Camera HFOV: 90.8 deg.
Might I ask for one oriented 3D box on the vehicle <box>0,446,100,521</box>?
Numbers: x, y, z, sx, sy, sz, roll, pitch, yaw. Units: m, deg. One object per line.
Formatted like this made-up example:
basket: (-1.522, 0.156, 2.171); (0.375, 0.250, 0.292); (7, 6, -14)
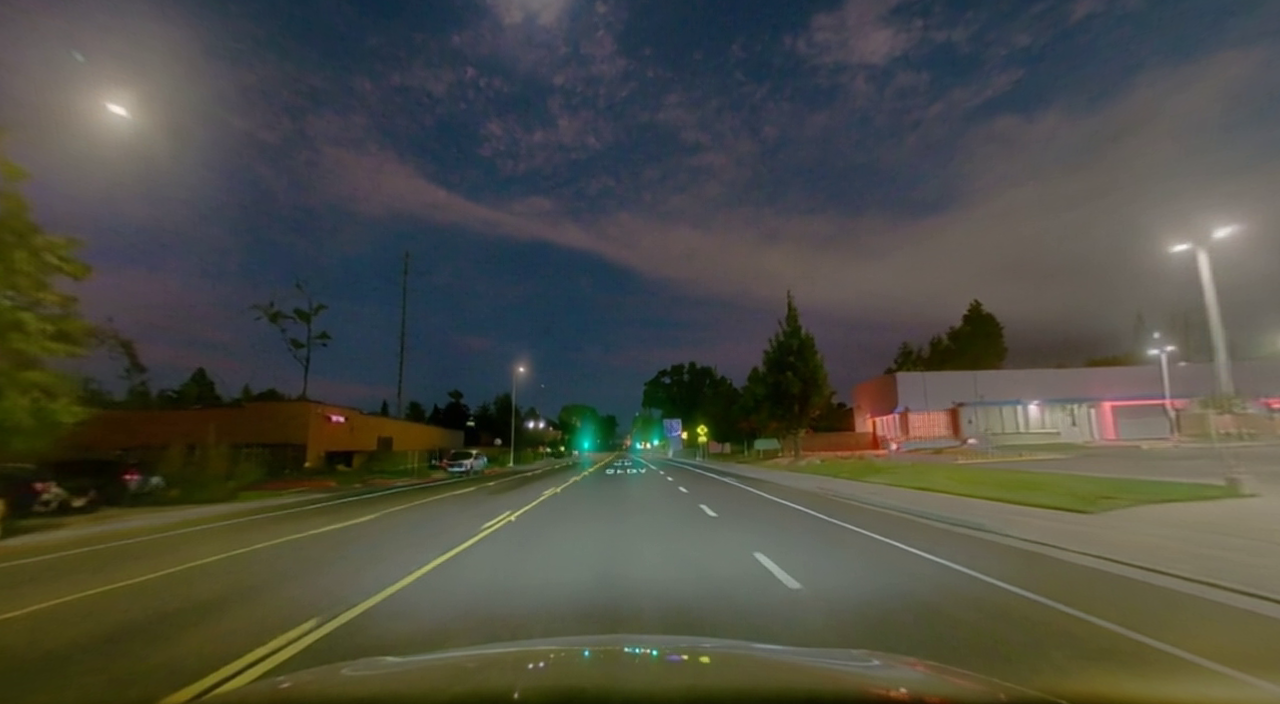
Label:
vehicle: (-16.585, 3.374, 16.665); (4.311, 1.746, 1.984); (-5, -10, 29)

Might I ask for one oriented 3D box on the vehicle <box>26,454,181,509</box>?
vehicle: (-16.536, 3.905, 19.456); (4.546, 1.497, 1.908); (-5, -10, 27)

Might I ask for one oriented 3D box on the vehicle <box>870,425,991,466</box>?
vehicle: (12.634, 4.076, 27.520); (4.554, 1.668, 1.974); (-5, -10, 28)
